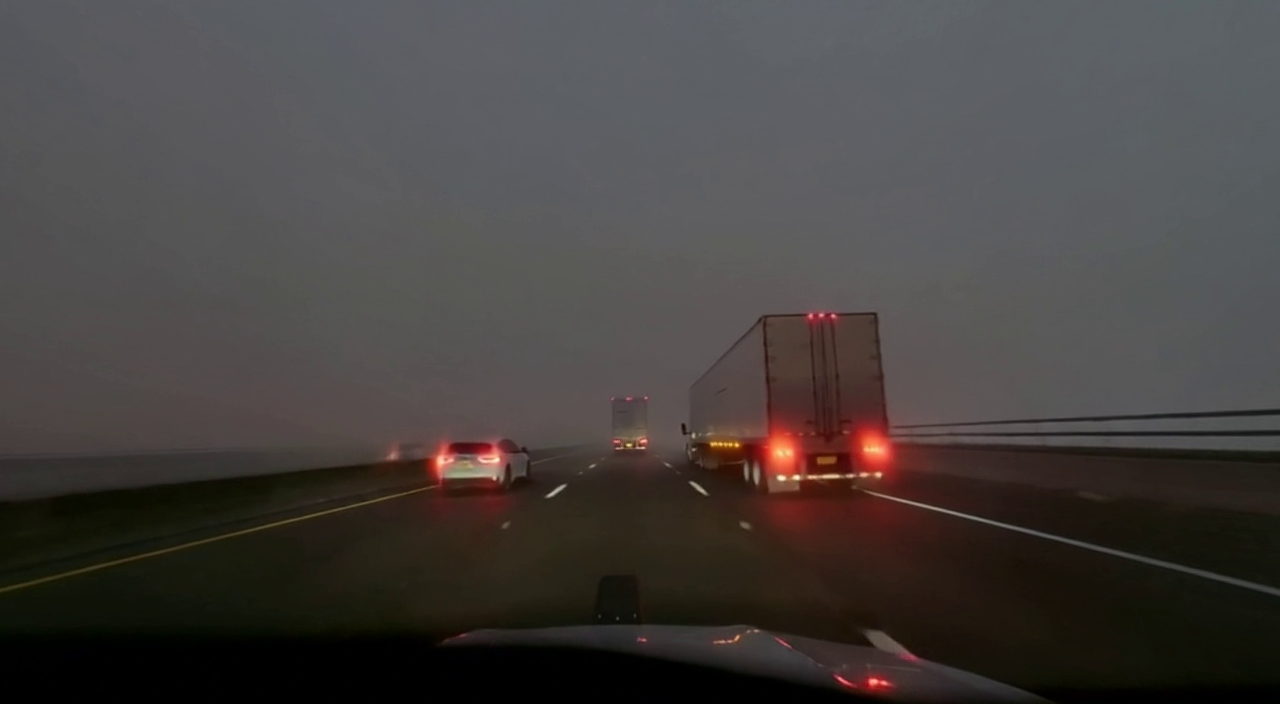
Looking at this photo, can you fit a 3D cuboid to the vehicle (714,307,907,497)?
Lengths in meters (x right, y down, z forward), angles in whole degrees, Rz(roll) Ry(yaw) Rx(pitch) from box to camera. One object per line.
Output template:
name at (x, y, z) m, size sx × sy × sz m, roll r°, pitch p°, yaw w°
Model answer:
vehicle at (4.040, 1.567, 17.422) m, size 2.873 × 3.998 × 8.286 m, roll 0°, pitch -8°, yaw -1°

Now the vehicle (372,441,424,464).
vehicle at (-16.534, 6.868, 43.276) m, size 1.807 × 1.474 × 4.551 m, roll 0°, pitch -8°, yaw 0°

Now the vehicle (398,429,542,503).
vehicle at (-4.013, 2.766, 15.998) m, size 2.208 × 1.542 × 5.138 m, roll 0°, pitch -8°, yaw 0°
